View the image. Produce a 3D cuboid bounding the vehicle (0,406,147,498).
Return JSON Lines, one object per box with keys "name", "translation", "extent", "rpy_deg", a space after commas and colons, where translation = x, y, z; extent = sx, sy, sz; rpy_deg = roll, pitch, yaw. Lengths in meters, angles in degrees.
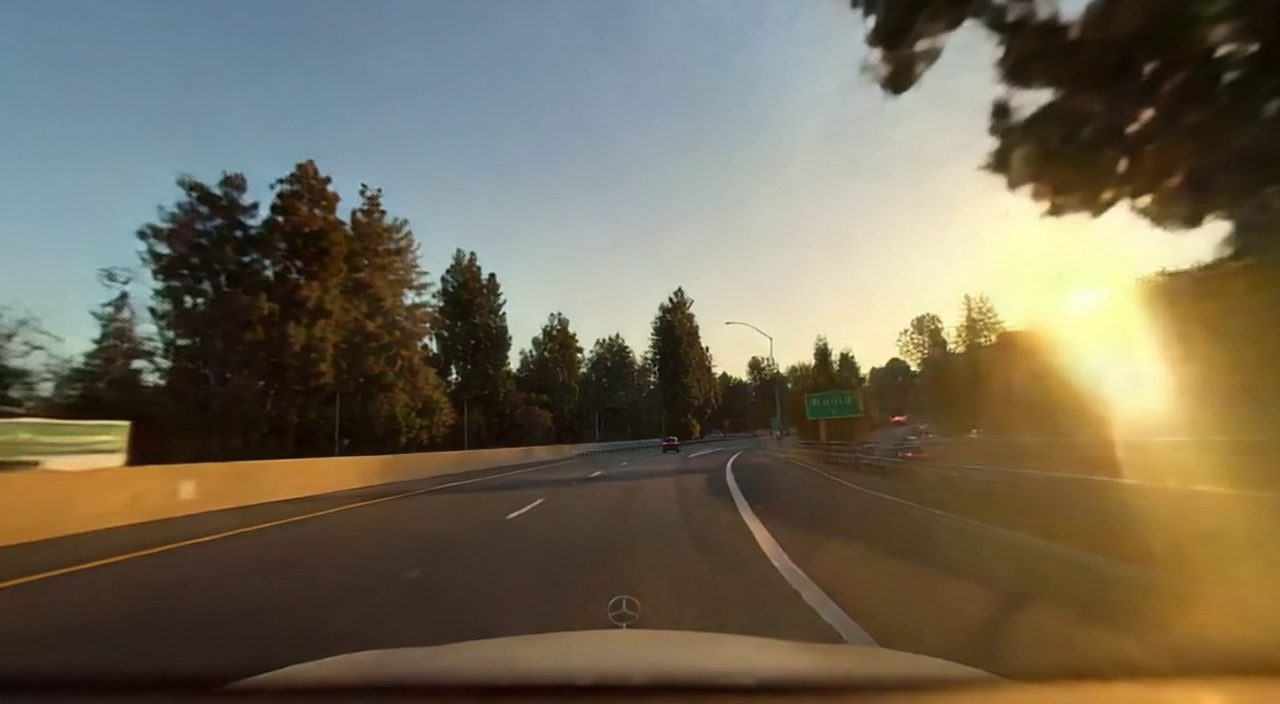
{"name": "vehicle", "translation": [-29.001, 4.187, 26.244], "extent": [2.870, 3.934, 15.899], "rpy_deg": [-1, -8, 6]}
